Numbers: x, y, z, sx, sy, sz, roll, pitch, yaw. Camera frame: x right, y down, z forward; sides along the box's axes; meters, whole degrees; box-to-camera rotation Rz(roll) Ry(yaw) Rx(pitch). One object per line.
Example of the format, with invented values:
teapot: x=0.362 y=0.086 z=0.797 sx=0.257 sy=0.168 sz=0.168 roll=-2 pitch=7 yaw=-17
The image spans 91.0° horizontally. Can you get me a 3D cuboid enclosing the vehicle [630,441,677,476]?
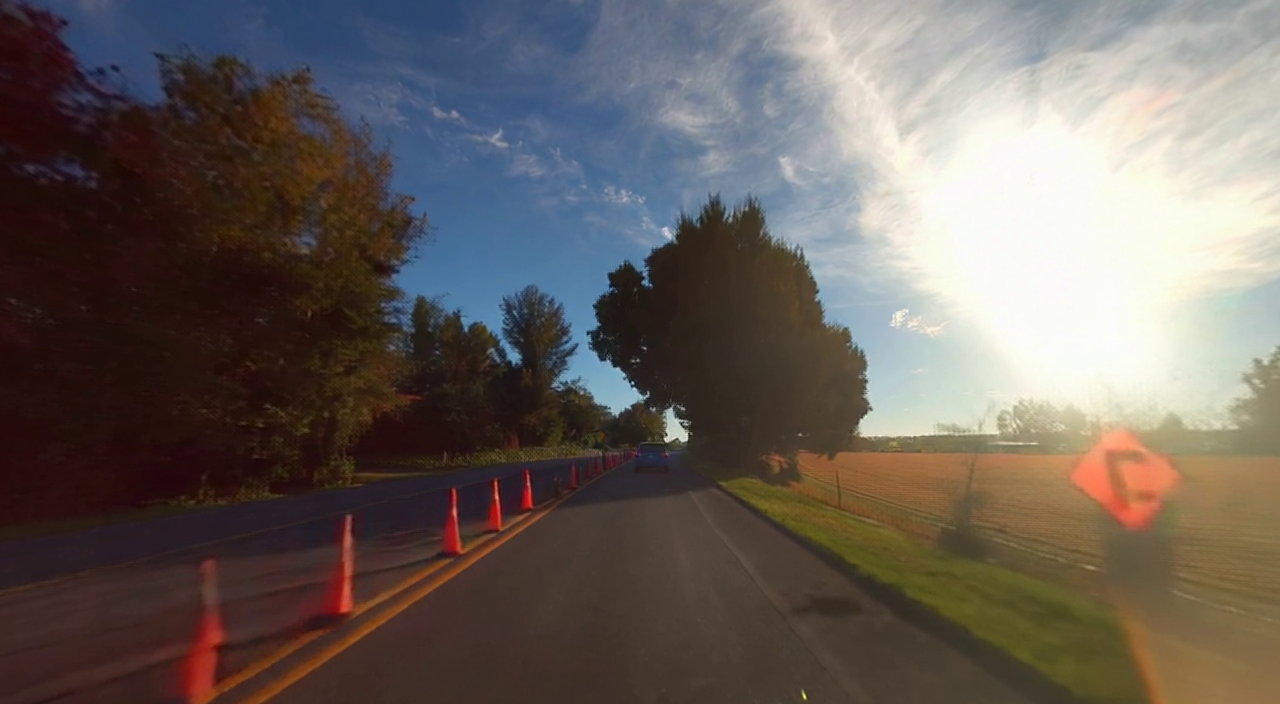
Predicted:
vehicle: x=0.643 y=4.910 z=29.129 sx=2.042 sy=1.489 sz=3.963 roll=0 pitch=-9 yaw=2
